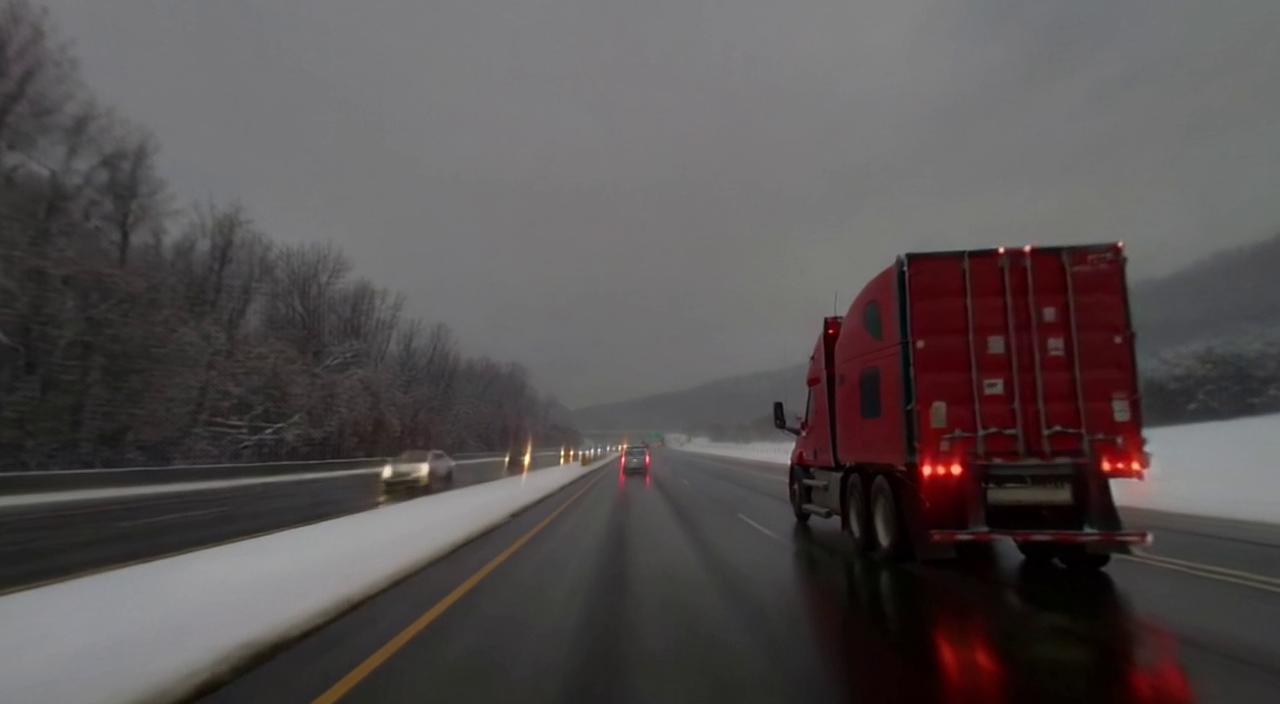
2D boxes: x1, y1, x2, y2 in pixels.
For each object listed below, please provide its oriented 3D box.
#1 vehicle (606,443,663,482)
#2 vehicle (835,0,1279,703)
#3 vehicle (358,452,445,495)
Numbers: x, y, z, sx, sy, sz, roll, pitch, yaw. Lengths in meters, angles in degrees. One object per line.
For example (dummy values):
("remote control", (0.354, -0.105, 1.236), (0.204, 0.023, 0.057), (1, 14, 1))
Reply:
("vehicle", (-0.242, 4.712, 26.899), (2.244, 1.506, 4.097), (0, -9, -1))
("vehicle", (4.401, -0.575, 1.254), (3.317, 4.020, 14.141), (0, -9, -1))
("vehicle", (-9.245, 4.705, 24.639), (1.855, 1.512, 3.940), (-1, -9, 0))
